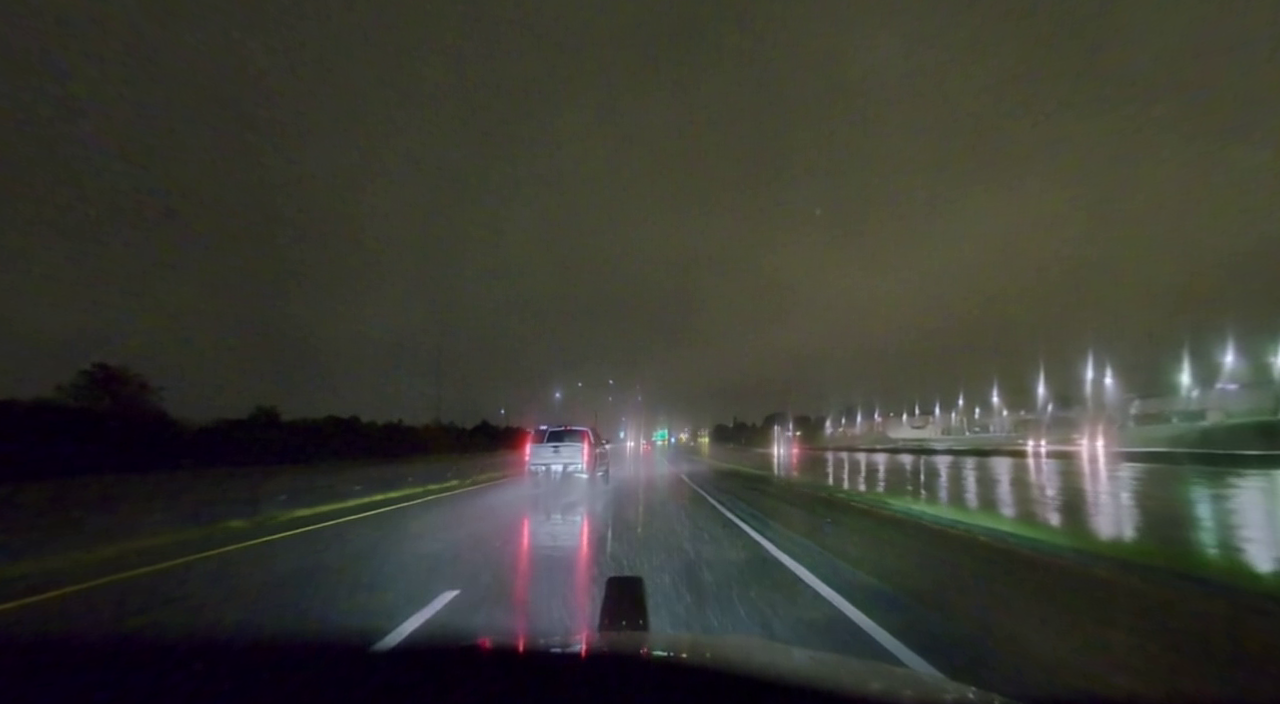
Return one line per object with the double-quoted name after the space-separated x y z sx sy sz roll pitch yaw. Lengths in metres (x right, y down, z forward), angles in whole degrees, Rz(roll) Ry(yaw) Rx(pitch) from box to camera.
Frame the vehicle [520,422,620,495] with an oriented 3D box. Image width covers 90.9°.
-1.992 3.289 19.860 2.350 1.932 5.562 -1 -8 2 "vehicle"
